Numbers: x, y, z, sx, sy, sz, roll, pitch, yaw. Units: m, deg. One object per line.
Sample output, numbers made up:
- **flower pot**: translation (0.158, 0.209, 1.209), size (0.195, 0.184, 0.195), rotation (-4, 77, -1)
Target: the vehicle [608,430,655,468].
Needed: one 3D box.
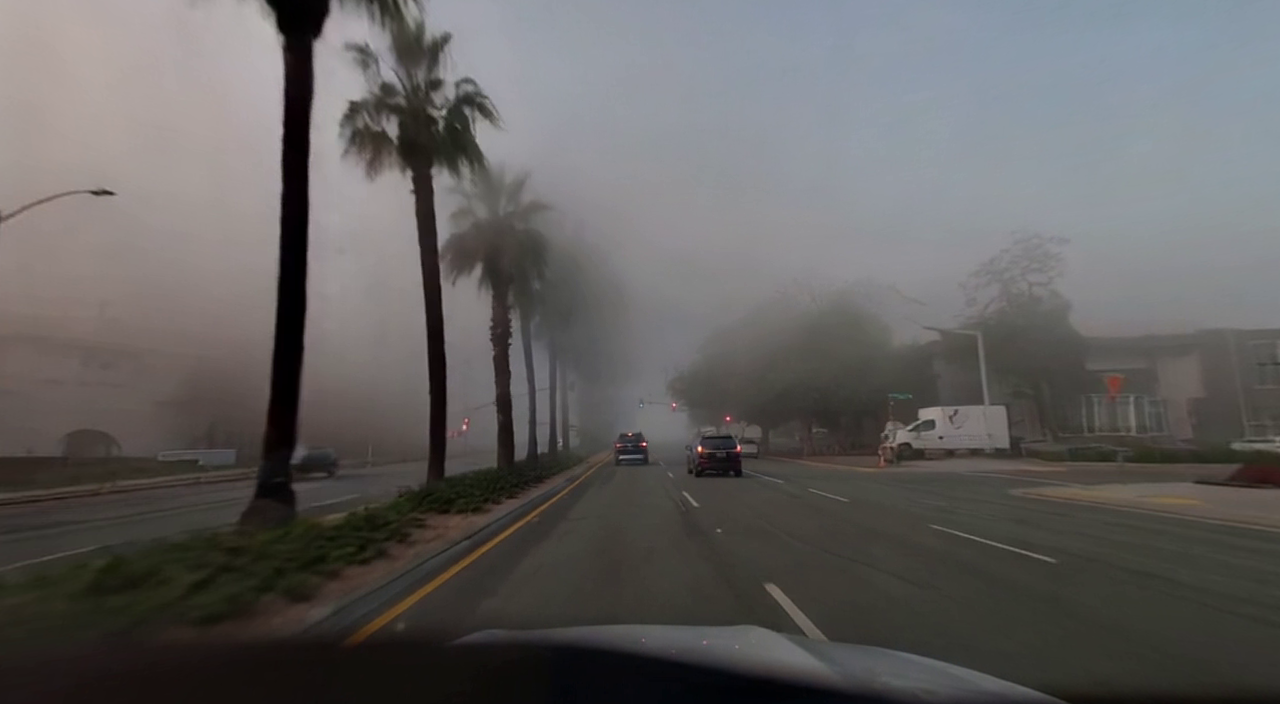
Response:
- **vehicle**: translation (-0.421, 5.059, 32.932), size (2.277, 1.816, 4.192), rotation (0, -8, -1)

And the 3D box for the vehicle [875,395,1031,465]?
- **vehicle**: translation (17.534, 4.424, 35.581), size (7.270, 3.743, 2.677), rotation (1, -8, -3)

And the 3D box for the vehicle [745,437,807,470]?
- **vehicle**: translation (6.692, 5.041, 31.441), size (1.975, 1.483, 4.769), rotation (0, -8, -1)

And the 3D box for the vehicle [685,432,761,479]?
- **vehicle**: translation (3.044, 3.912, 24.079), size (2.195, 1.590, 4.668), rotation (0, -8, -1)

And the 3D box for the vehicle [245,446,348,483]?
- **vehicle**: translation (-14.954, 4.873, 27.727), size (1.887, 1.454, 4.588), rotation (0, -8, 1)
